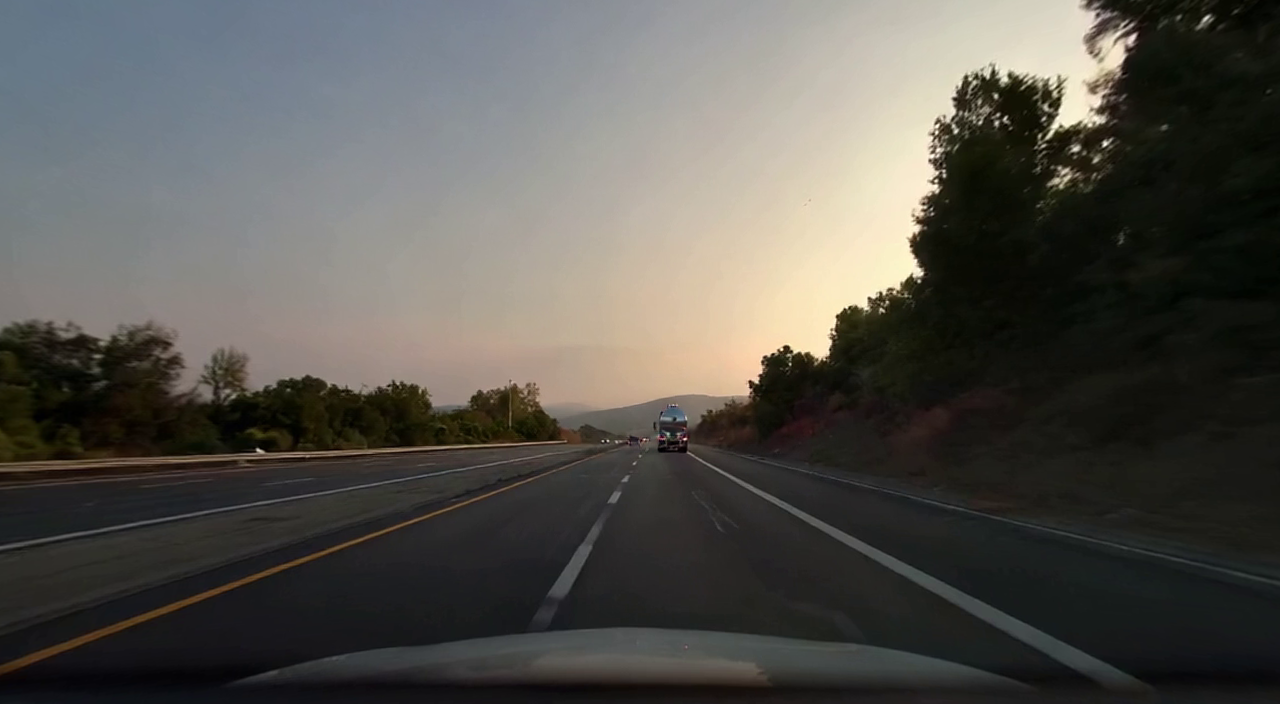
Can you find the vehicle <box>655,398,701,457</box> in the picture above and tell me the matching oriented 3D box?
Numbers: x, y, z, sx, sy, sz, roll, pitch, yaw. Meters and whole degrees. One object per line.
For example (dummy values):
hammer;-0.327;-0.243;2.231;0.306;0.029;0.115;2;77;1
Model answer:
vehicle;2.563;5.625;46.255;2.946;3.745;11.516;0;-8;1
